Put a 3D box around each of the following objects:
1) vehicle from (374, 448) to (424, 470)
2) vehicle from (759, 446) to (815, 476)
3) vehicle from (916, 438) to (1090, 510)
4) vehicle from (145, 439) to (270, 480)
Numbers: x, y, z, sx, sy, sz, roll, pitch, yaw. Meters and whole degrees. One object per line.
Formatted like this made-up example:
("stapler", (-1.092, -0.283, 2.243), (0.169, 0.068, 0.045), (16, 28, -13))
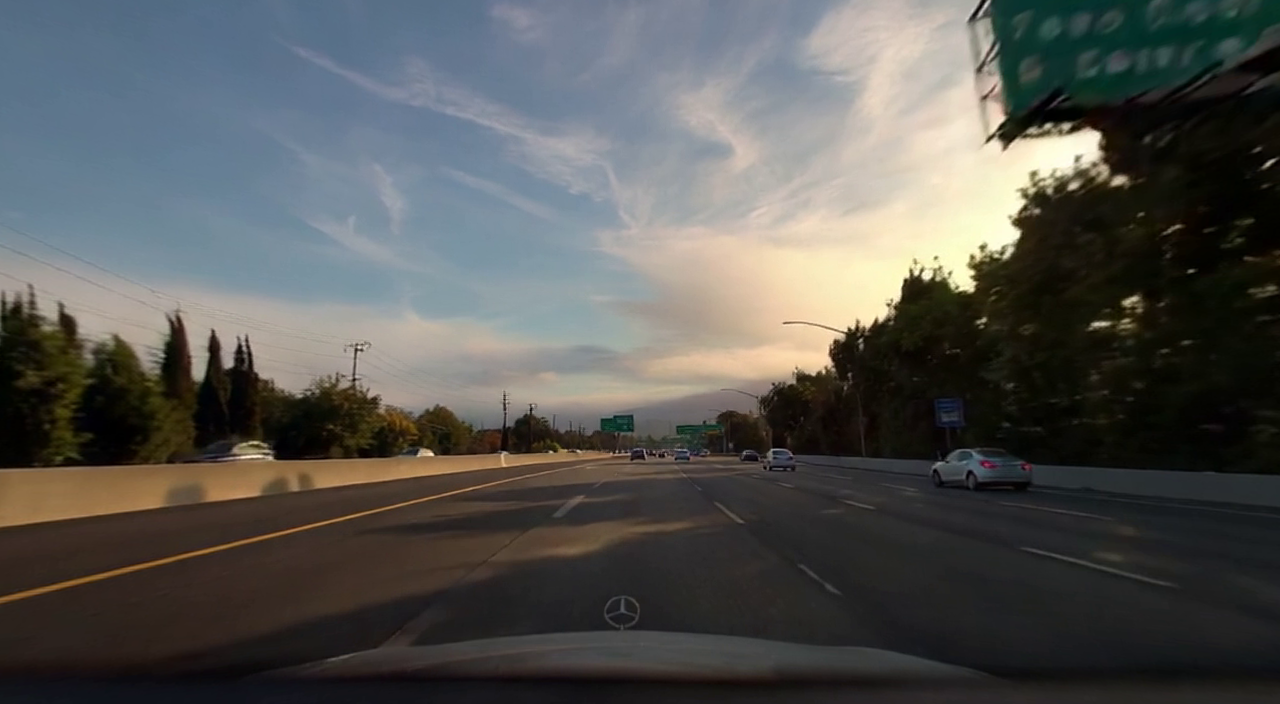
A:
("vehicle", (-18.206, 8.077, 47.934), (1.883, 1.612, 4.388), (0, -9, 3))
("vehicle", (7.803, 5.820, 34.023), (1.861, 1.500, 4.860), (0, -9, 0))
("vehicle", (9.444, 3.180, 16.997), (2.090, 1.643, 4.513), (0, -9, 2))
("vehicle", (-22.138, 5.524, 32.730), (2.170, 1.907, 5.847), (0, -9, 2))
